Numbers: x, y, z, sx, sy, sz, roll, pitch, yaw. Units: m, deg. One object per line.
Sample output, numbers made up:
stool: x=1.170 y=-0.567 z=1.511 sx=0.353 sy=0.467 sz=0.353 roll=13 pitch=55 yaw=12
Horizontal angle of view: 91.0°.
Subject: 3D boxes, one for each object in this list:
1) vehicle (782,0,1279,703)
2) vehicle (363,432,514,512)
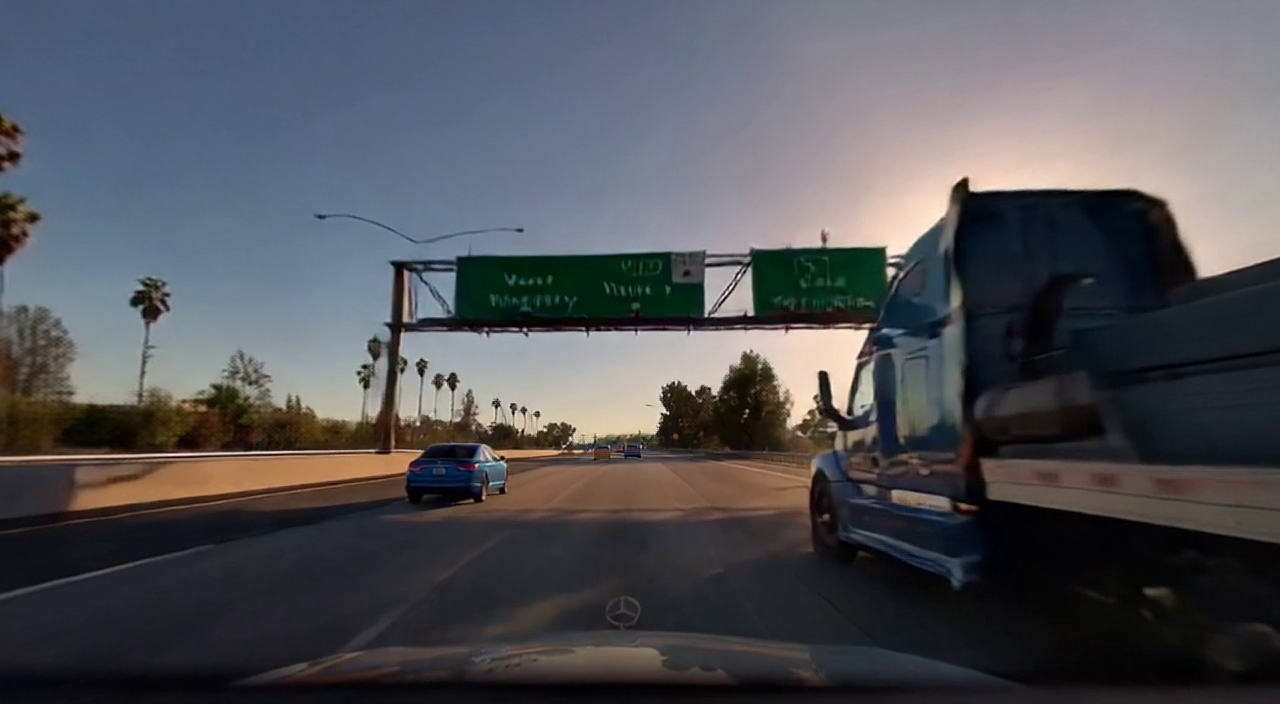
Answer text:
vehicle: x=3.531 y=0.437 z=5.497 sx=3.073 sy=3.886 sz=5.856 roll=0 pitch=-8 yaw=-1
vehicle: x=-4.371 y=2.661 z=14.444 sx=2.120 sy=1.537 sz=4.139 roll=0 pitch=-8 yaw=-1
